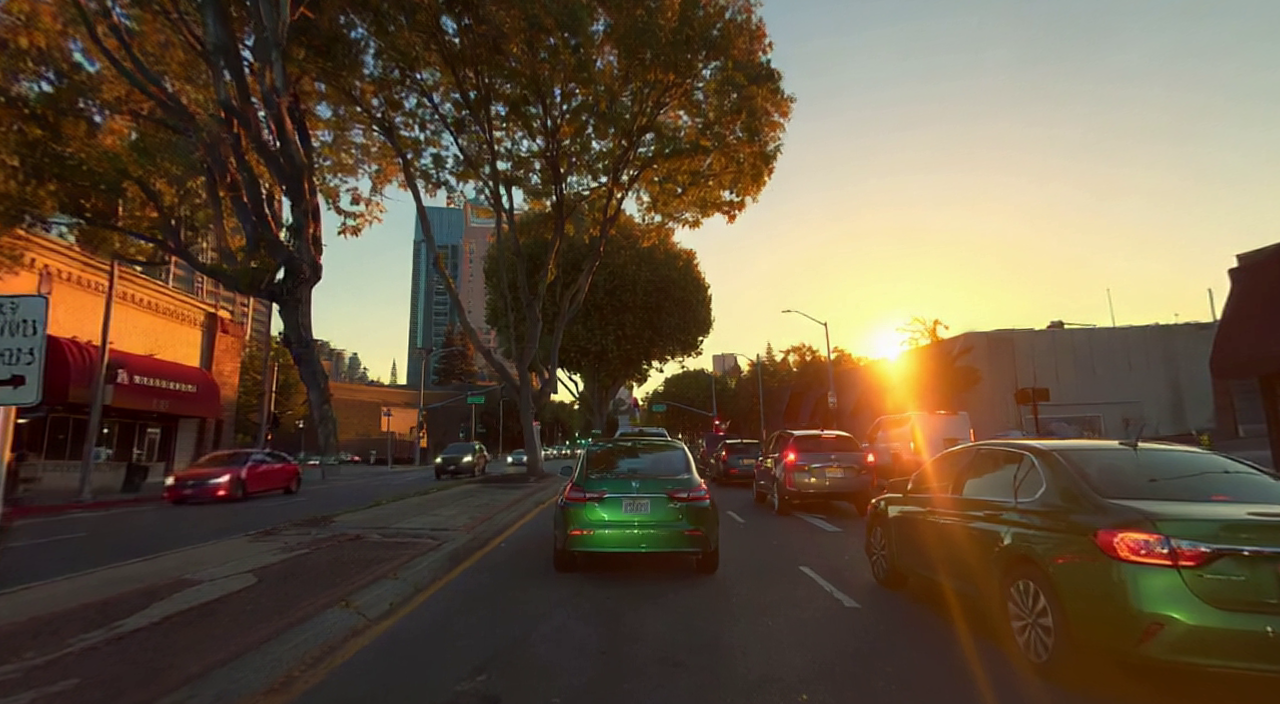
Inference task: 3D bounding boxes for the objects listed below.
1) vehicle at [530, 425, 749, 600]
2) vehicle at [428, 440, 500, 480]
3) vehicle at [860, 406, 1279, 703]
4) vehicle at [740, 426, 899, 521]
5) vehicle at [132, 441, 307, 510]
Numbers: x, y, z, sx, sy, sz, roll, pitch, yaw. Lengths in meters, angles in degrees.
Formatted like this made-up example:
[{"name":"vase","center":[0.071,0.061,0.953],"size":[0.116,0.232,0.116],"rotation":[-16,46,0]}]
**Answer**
[{"name":"vehicle","center":[-0.019,1.660,7.306],"size":[1.887,1.487,3.535],"rotation":[0,-9,0]},{"name":"vehicle","center":[-8.068,4.994,29.389],"size":[2.079,1.695,4.374],"rotation":[0,-9,0]},{"name":"vehicle","center":[3.311,1.257,4.482],"size":[1.988,1.480,4.195],"rotation":[0,-9,0]},{"name":"vehicle","center":[3.534,2.483,13.420],"size":[2.025,1.660,4.263],"rotation":[0,-9,-1]},{"name":"vehicle","center":[-12.004,3.517,18.509],"size":[2.004,1.732,4.530],"rotation":[0,-9,0]}]
